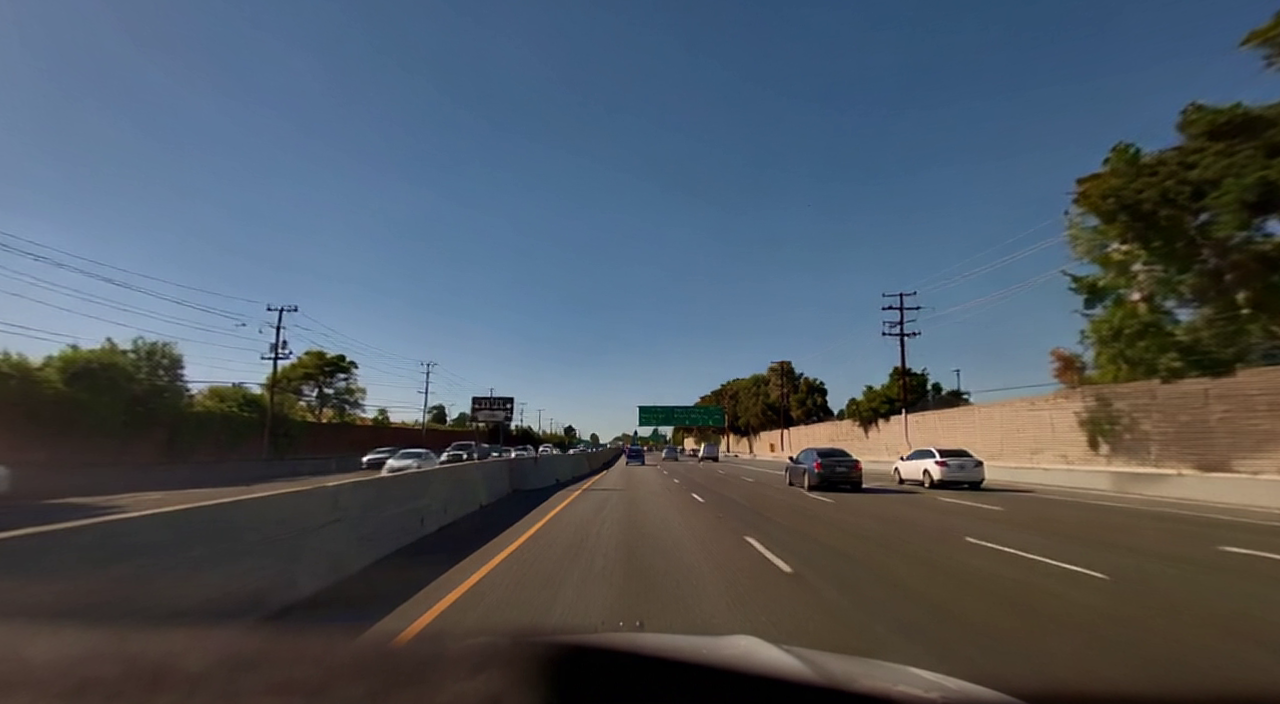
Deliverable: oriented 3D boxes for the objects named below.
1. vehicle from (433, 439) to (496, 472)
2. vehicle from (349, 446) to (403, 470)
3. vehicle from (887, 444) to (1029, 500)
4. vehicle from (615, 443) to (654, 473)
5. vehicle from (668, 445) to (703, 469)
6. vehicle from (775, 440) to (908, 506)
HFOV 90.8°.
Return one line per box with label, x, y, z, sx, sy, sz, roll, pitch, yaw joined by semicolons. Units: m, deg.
vehicle;-10.103;6.000;36.753;2.359;1.762;4.575;0;-9;0
vehicle;-20.526;8.232;49.429;2.009;1.788;4.848;0;-9;1
vehicle;9.532;3.592;19.440;1.969;1.506;4.422;0;-9;-2
vehicle;-0.282;5.649;33.926;1.993;1.506;3.883;0;-8;-1
vehicle;2.996;7.010;42.401;1.981;1.480;4.316;0;-9;-1
vehicle;5.177;3.151;17.006;2.069;1.520;4.614;0;-9;0
